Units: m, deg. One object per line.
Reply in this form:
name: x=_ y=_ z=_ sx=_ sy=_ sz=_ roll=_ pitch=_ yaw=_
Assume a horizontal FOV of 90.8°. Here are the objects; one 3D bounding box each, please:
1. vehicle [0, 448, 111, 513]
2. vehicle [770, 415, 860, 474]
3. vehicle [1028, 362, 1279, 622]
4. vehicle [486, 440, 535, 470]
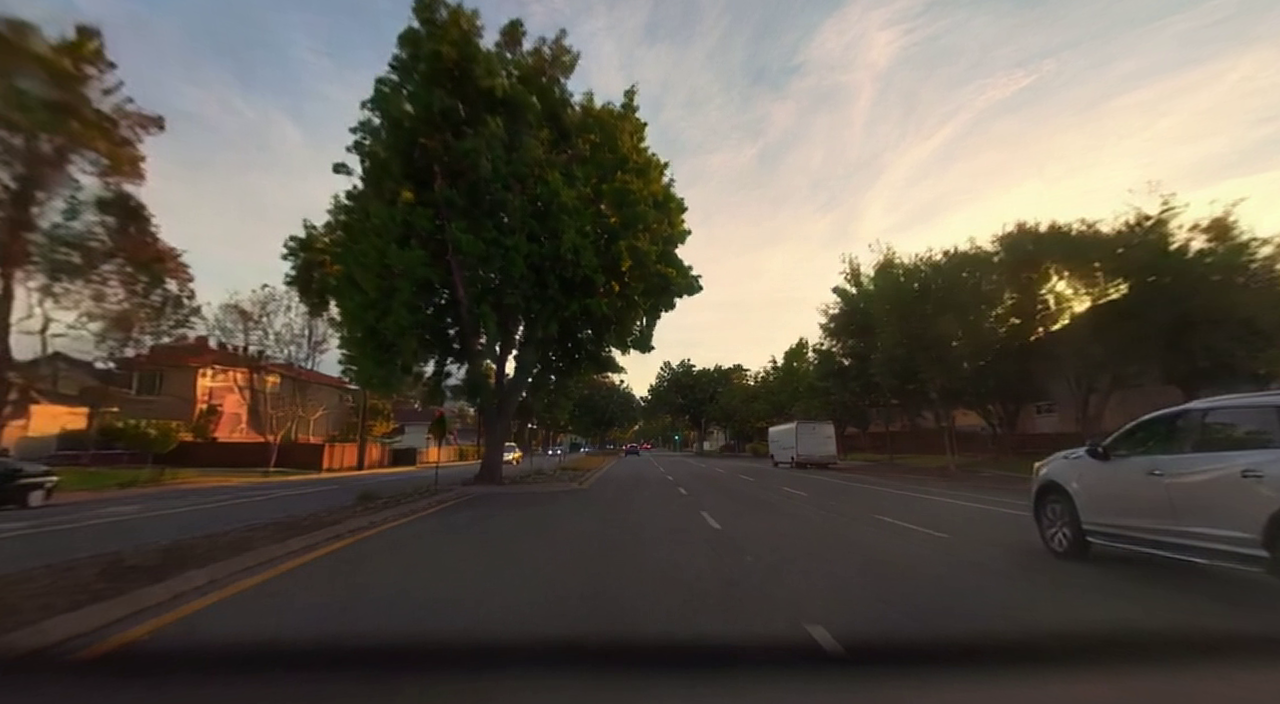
vehicle: x=-19.457 y=3.822 z=18.943 sx=2.146 sy=1.848 sz=5.680 roll=-1 pitch=-9 yaw=1
vehicle: x=10.174 y=5.536 z=37.810 sx=2.842 sy=2.993 sz=8.104 roll=-3 pitch=-8 yaw=-1
vehicle: x=6.110 y=1.044 z=4.703 sx=2.493 sy=1.956 sz=6.125 roll=0 pitch=-9 yaw=0
vehicle: x=-8.478 y=6.785 z=41.823 sx=2.189 sy=1.816 sz=4.819 roll=0 pitch=-9 yaw=1
